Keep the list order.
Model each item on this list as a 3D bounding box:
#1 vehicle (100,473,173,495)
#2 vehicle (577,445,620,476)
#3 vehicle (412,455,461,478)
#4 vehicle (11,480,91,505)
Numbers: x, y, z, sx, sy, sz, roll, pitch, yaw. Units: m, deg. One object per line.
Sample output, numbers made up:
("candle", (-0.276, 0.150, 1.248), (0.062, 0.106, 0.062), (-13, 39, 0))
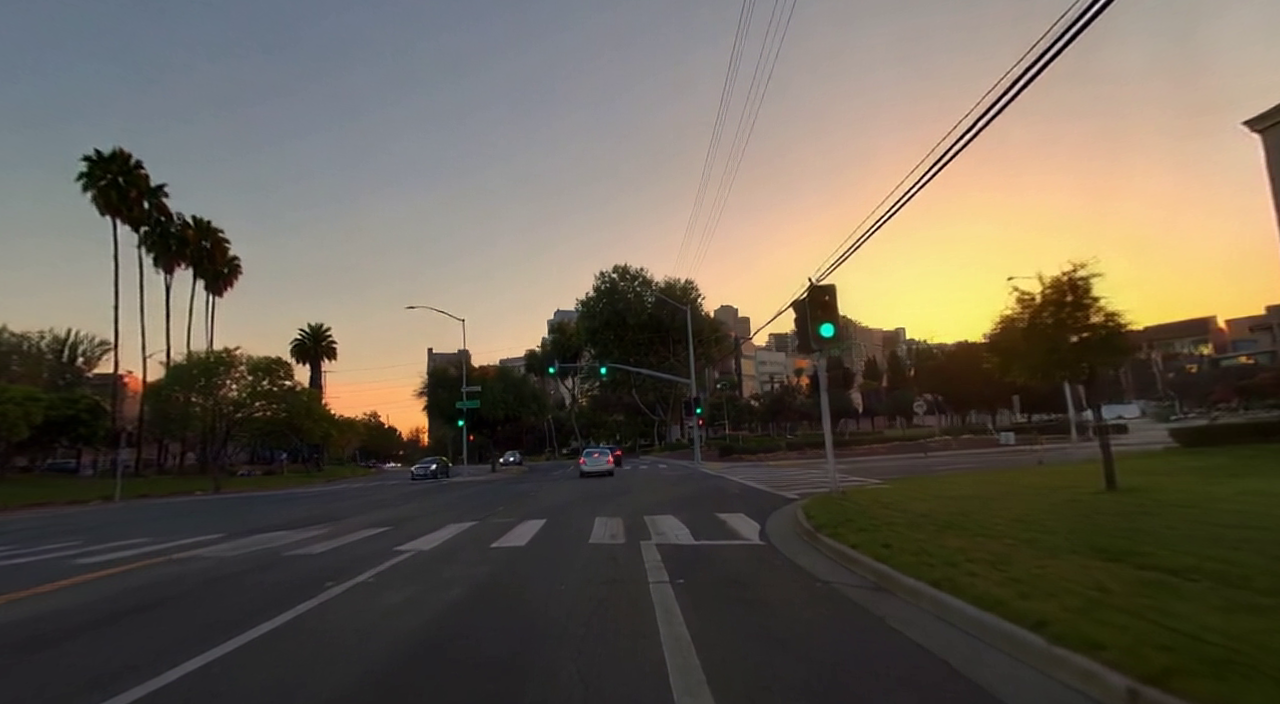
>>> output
("vehicle", (-39.742, 10.432, 49.953), (4.018, 1.556, 1.895), (0, -8, -3))
("vehicle", (-2.082, 5.562, 32.656), (2.063, 1.474, 4.334), (0, -8, -2))
("vehicle", (-14.571, 8.230, 45.533), (1.997, 1.480, 4.715), (0, -8, -1))
("vehicle", (-39.040, 9.338, 41.920), (3.685, 1.183, 1.680), (-5, -9, -1))
